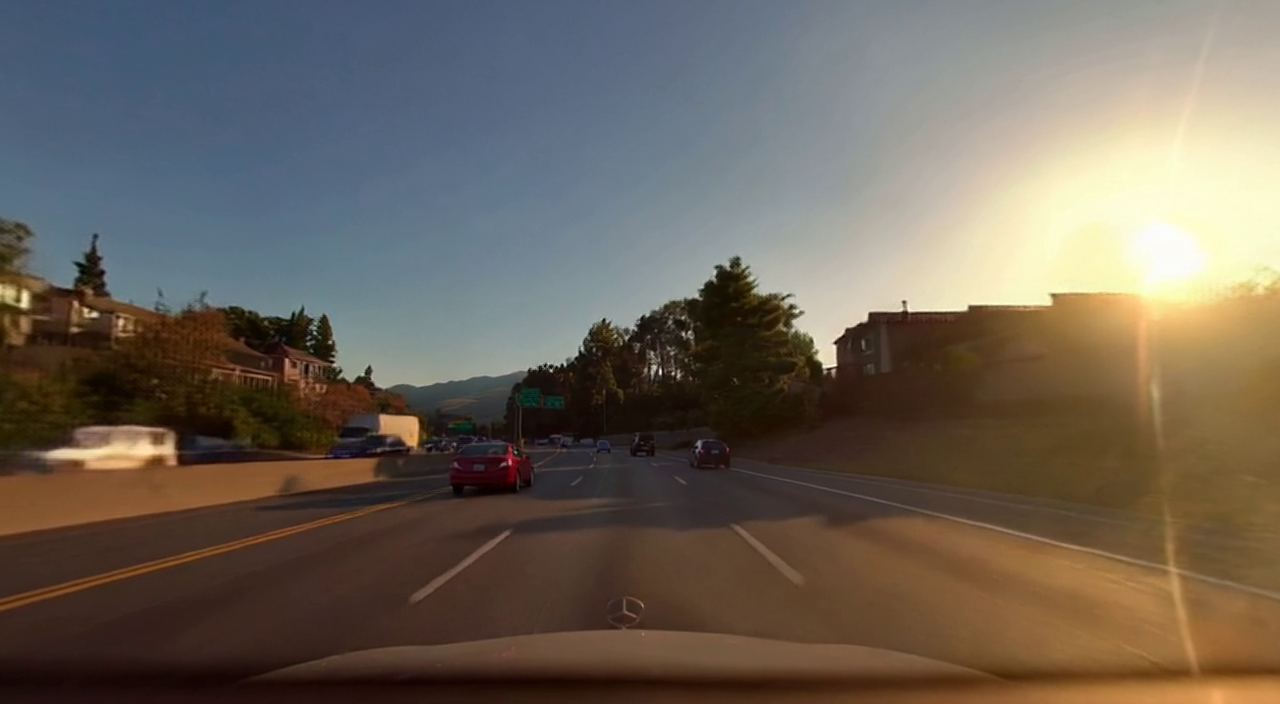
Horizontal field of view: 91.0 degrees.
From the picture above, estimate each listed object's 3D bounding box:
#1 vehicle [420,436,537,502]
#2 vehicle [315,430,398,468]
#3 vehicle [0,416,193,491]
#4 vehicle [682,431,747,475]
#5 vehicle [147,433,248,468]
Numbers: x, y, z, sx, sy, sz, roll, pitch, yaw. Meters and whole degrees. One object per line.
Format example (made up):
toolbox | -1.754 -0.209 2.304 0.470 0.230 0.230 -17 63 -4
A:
vehicle | -4.155 3.084 17.052 2.036 1.528 4.400 0 -9 -1
vehicle | -12.890 4.444 28.951 1.896 1.590 4.222 0 -9 -1
vehicle | -16.437 2.920 18.293 2.878 1.844 5.557 0 -9 -2
vehicle | 3.027 4.228 26.505 2.092 1.686 4.188 0 -9 -2
vehicle | -20.681 4.622 29.679 1.857 1.522 4.077 0 -8 -1
